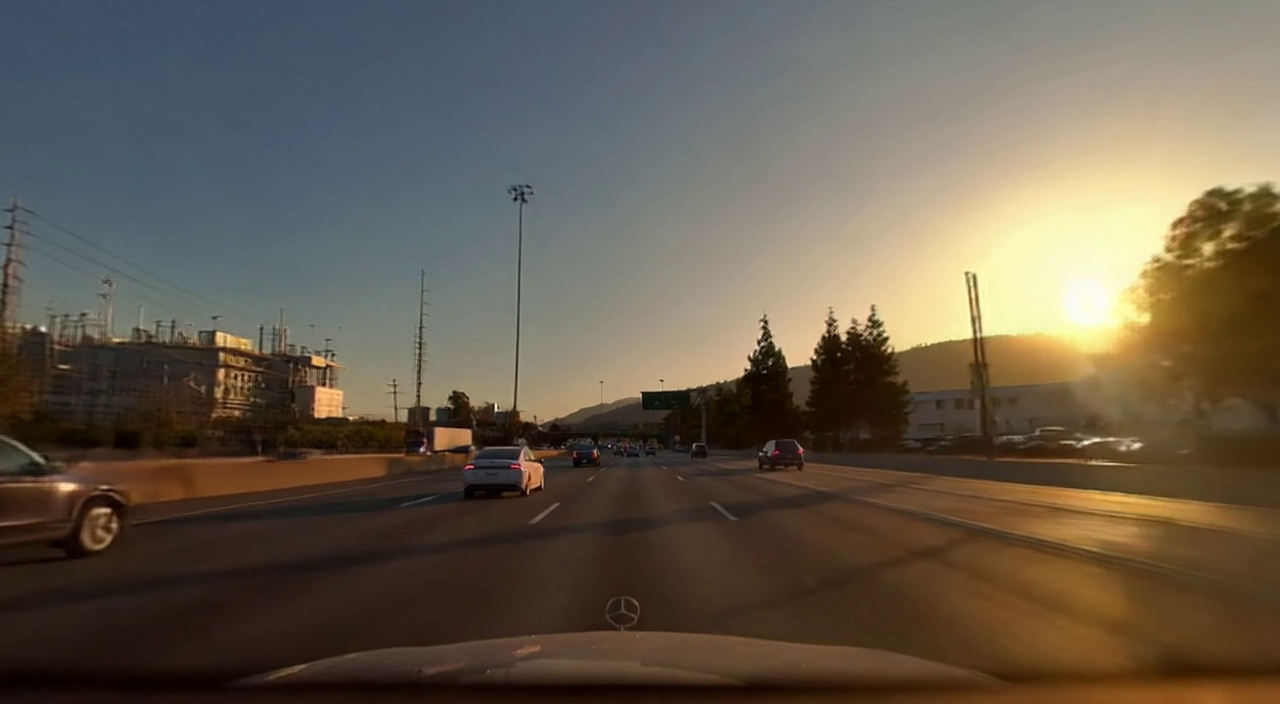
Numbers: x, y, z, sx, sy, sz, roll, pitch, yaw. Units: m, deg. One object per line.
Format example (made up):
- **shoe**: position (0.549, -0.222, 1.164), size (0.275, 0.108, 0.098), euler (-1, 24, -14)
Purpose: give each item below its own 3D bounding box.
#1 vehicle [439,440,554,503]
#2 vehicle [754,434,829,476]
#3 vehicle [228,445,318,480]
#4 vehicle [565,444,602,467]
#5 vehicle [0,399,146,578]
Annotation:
- **vehicle**: position (-3.693, 3.174, 17.212), size (2.047, 1.469, 4.614), euler (0, -9, 0)
- **vehicle**: position (6.822, 4.713, 29.081), size (2.147, 1.769, 4.666), euler (0, -9, -2)
- **vehicle**: position (-20.580, 6.196, 35.766), size (2.036, 1.785, 5.061), euler (0, -9, 0)
- **vehicle**: position (-3.770, 6.991, 42.817), size (2.078, 1.464, 4.093), euler (0, -9, 0)
- **vehicle**: position (-7.595, 1.266, 5.647), size (2.310, 1.787, 4.955), euler (0, -9, 0)
